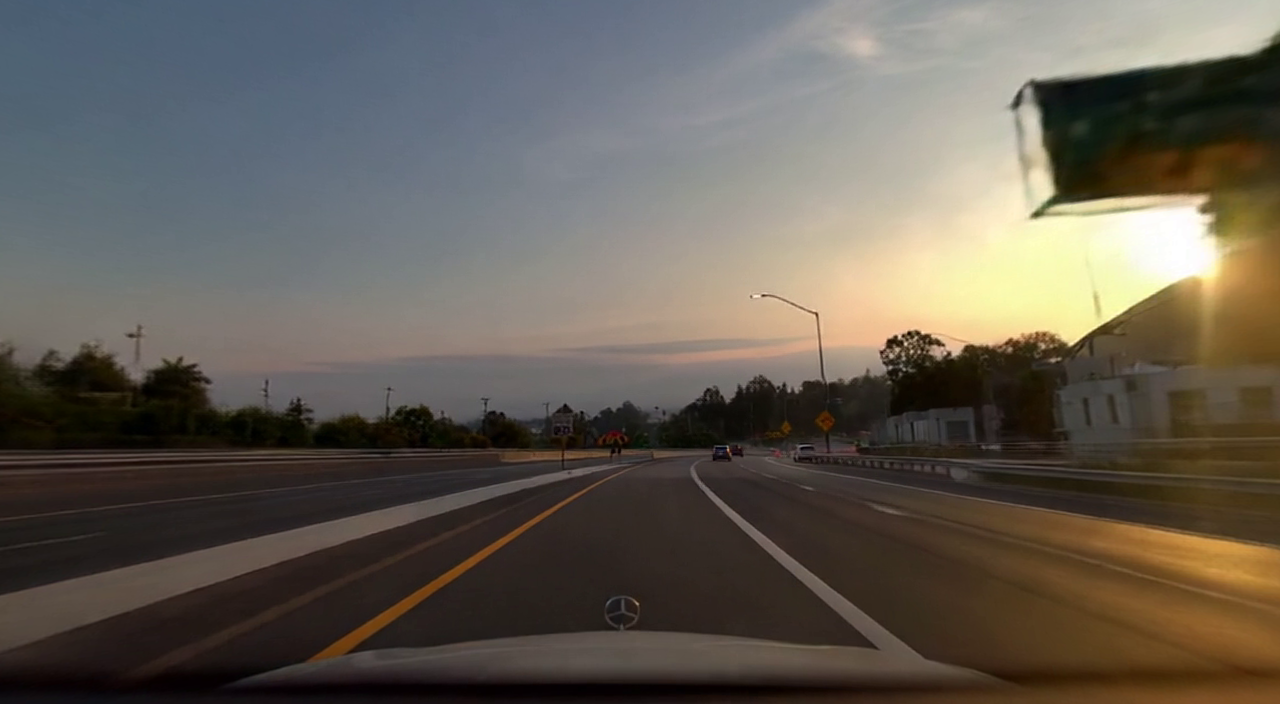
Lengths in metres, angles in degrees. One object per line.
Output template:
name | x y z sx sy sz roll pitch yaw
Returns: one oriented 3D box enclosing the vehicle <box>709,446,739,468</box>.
vehicle | 6.238 7.809 47.264 1.874 1.506 4.116 -1 -9 3
